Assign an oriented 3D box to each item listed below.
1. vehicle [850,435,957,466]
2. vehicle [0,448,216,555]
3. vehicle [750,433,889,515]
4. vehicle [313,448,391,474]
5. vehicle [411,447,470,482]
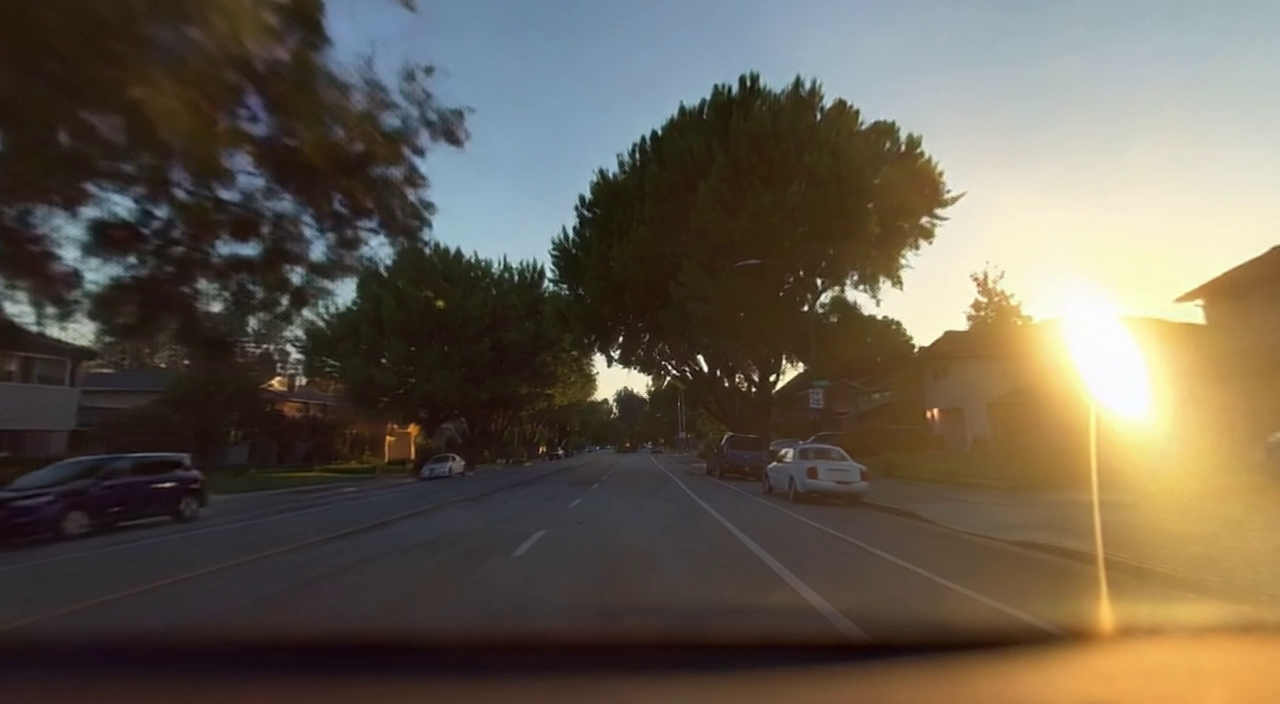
[{"bbox_3d":[12.420,4.659,29.950,4.285,1.434,1.740,0,-9,0],"label":"vehicle"},{"bbox_3d":[-10.921,2.771,12.522,2.091,1.717,4.392,0,-9,-3],"label":"vehicle"},{"bbox_3d":[4.072,2.844,15.192,2.007,1.657,4.362,0,-9,-1],"label":"vehicle"},{"bbox_3d":[-19.916,7.535,43.831,4.359,1.727,2.029,0,-9,-2],"label":"vehicle"},{"bbox_3d":[-10.909,6.225,34.884,1.964,1.667,4.217,-3,-10,-1],"label":"vehicle"}]
